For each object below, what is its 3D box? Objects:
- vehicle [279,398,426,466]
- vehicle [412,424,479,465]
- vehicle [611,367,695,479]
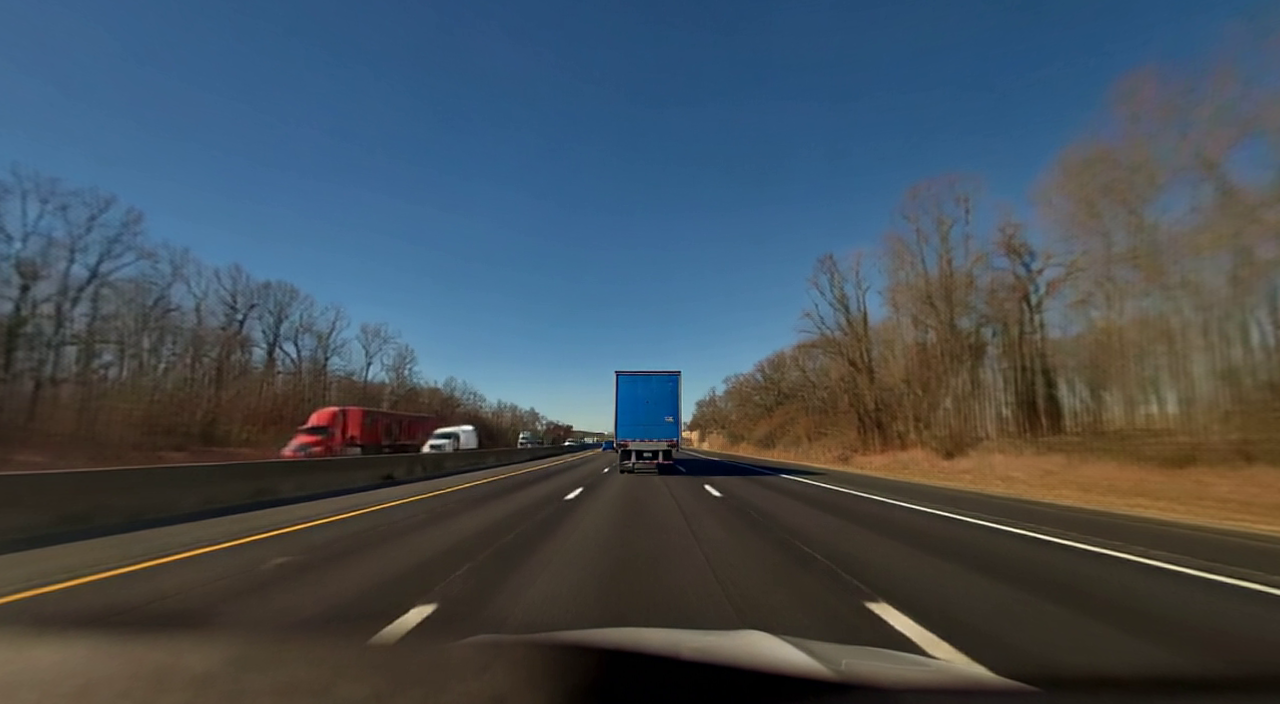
[{"bbox_3d":[-20.674,6.206,47.380,2.914,4.117,17.316,0,-8,0],"label":"vehicle"},{"bbox_3d":[-13.099,6.305,42.808,2.293,2.516,6.817,0,-8,1],"label":"vehicle"},{"bbox_3d":[0.510,3.325,27.960,3.010,4.039,10.481,0,-8,0],"label":"vehicle"}]
